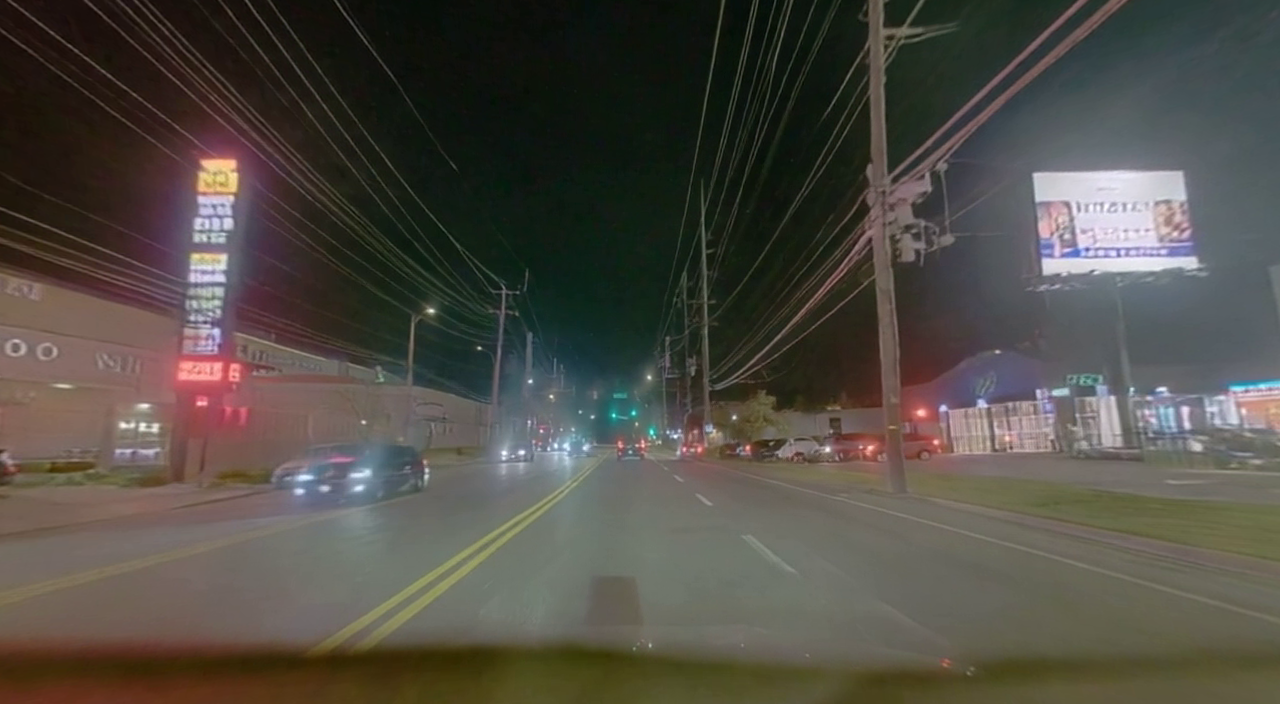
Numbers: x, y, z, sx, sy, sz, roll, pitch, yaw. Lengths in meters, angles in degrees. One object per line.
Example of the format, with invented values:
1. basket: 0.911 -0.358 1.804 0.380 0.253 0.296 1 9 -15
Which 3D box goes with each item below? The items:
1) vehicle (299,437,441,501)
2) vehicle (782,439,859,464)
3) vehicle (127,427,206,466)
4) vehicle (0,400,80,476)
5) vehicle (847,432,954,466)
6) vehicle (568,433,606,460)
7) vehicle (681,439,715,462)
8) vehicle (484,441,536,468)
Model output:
1. vehicle: -7.282 3.191 17.677 1.952 1.536 4.623 0 -8 0
2. vehicle: 11.298 6.261 39.705 4.238 1.464 1.862 0 -9 2
3. vehicle: -33.069 6.628 44.206 3.915 2.641 1.656 1 -9 -3
4. vehicle: -32.241 4.555 33.362 3.976 3.736 2.624 -6 -11 33
5. vehicle: 15.077 5.617 36.768 5.307 1.877 2.052 0 -8 -1
6. vehicle: -3.910 7.073 47.356 2.277 1.904 5.583 0 -8 1
7. vehicle: 4.038 6.964 44.775 1.926 1.482 4.442 0 -8 -1
8. vehicle: -7.435 5.916 36.631 2.020 1.479 4.612 0 -8 0
